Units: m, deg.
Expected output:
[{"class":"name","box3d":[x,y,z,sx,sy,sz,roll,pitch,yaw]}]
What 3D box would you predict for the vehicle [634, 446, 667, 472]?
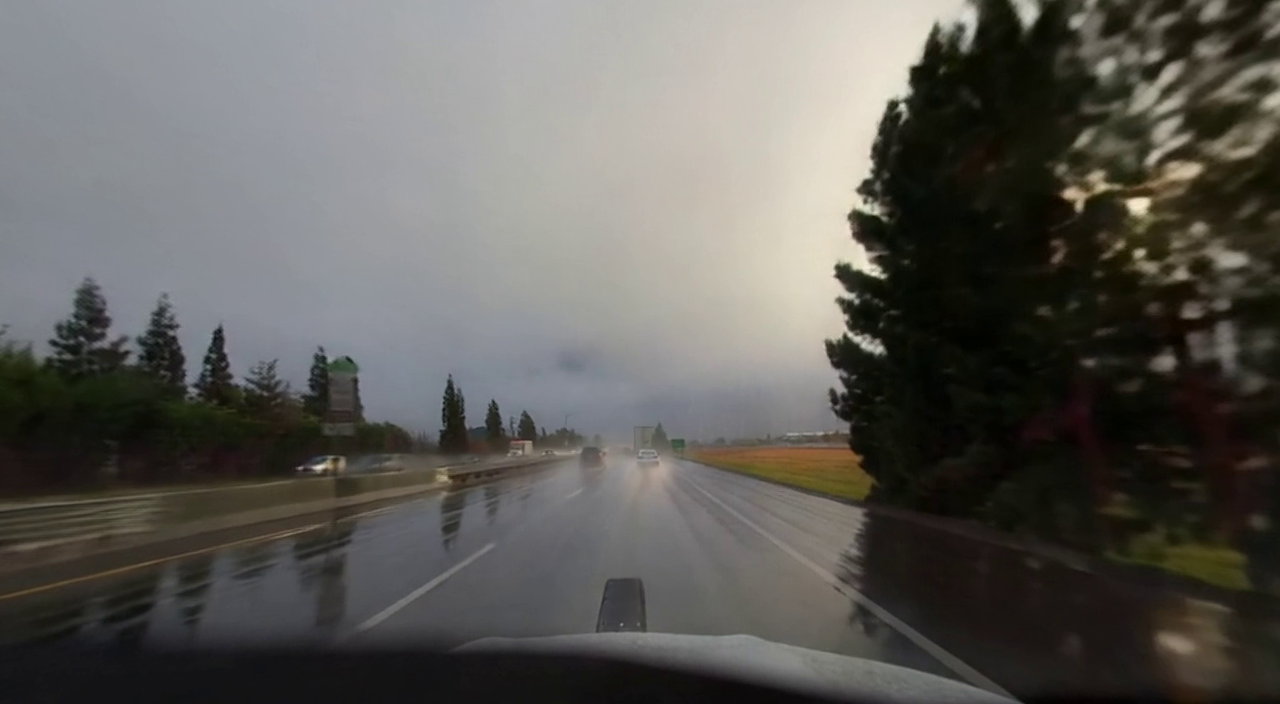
[{"class":"vehicle","box3d":[0.637,7.019,41.455,1.992,1.593,3.937,0,-9,-1]}]
